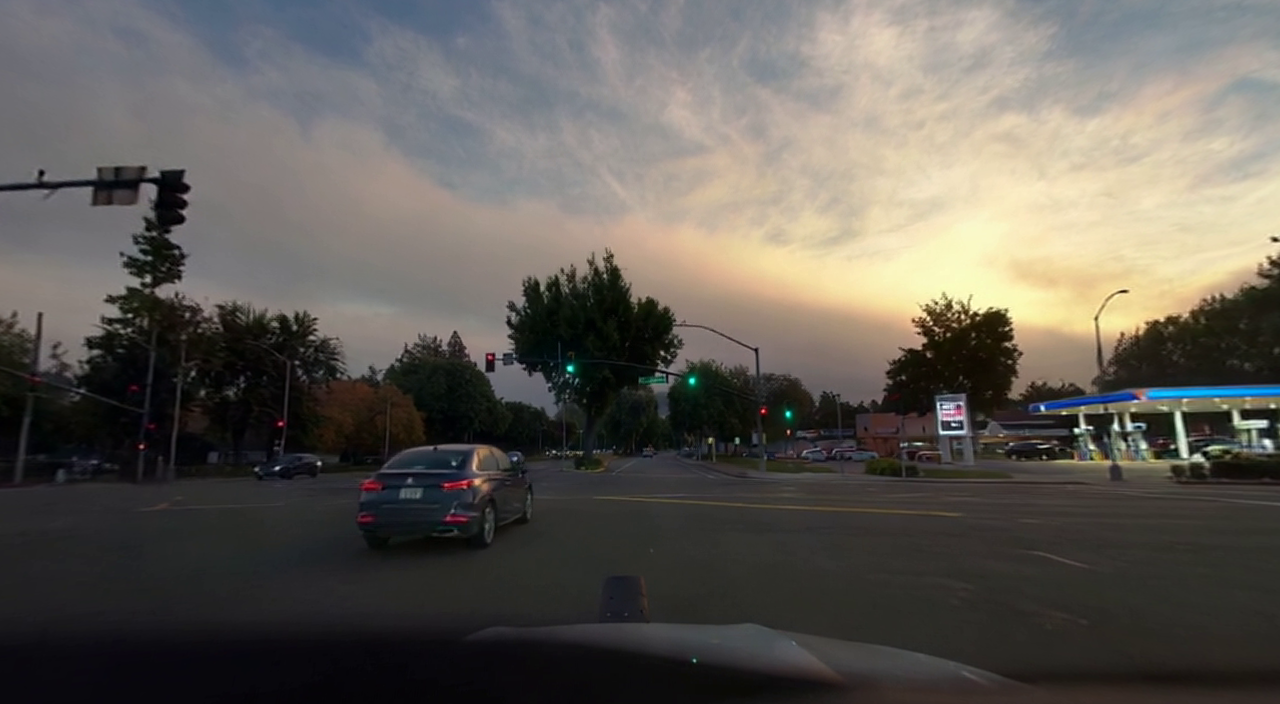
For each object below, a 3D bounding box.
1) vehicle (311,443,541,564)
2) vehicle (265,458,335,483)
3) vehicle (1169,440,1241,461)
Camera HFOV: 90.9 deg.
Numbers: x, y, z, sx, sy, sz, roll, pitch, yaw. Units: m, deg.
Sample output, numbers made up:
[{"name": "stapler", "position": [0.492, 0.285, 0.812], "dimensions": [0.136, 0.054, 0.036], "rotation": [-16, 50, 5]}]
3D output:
[{"name": "vehicle", "position": [-3.032, 2.239, 10.184], "dimensions": [2.041, 1.483, 4.533], "rotation": [0, -9, 1]}, {"name": "vehicle", "position": [-20.881, 7.293, 38.957], "dimensions": [1.821, 1.371, 4.545], "rotation": [0, -9, -1]}, {"name": "vehicle", "position": [40.276, 7.009, 44.960], "dimensions": [3.518, 1.433, 1.763], "rotation": [1, -9, -5]}]
